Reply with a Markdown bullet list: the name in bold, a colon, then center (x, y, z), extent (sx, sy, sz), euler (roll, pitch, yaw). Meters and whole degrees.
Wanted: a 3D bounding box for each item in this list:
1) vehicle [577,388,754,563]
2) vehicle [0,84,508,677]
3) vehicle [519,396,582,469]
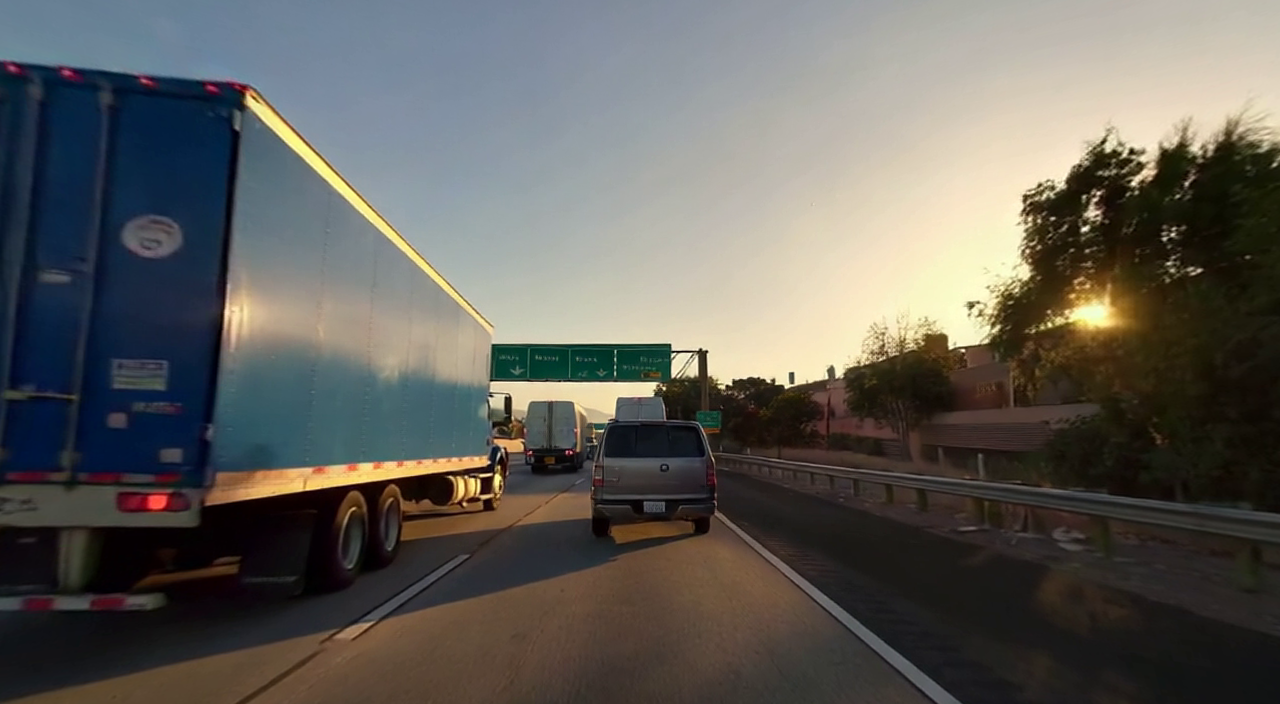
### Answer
- **vehicle**: center (0.191, 1.661, 9.052), extent (1.947, 1.910, 4.040), euler (0, -9, -3)
- **vehicle**: center (-3.971, 0.689, 7.931), extent (2.814, 3.513, 8.529), euler (0, -9, -1)
- **vehicle**: center (-4.854, 4.699, 36.071), extent (2.617, 3.604, 9.499), euler (0, -9, -3)
